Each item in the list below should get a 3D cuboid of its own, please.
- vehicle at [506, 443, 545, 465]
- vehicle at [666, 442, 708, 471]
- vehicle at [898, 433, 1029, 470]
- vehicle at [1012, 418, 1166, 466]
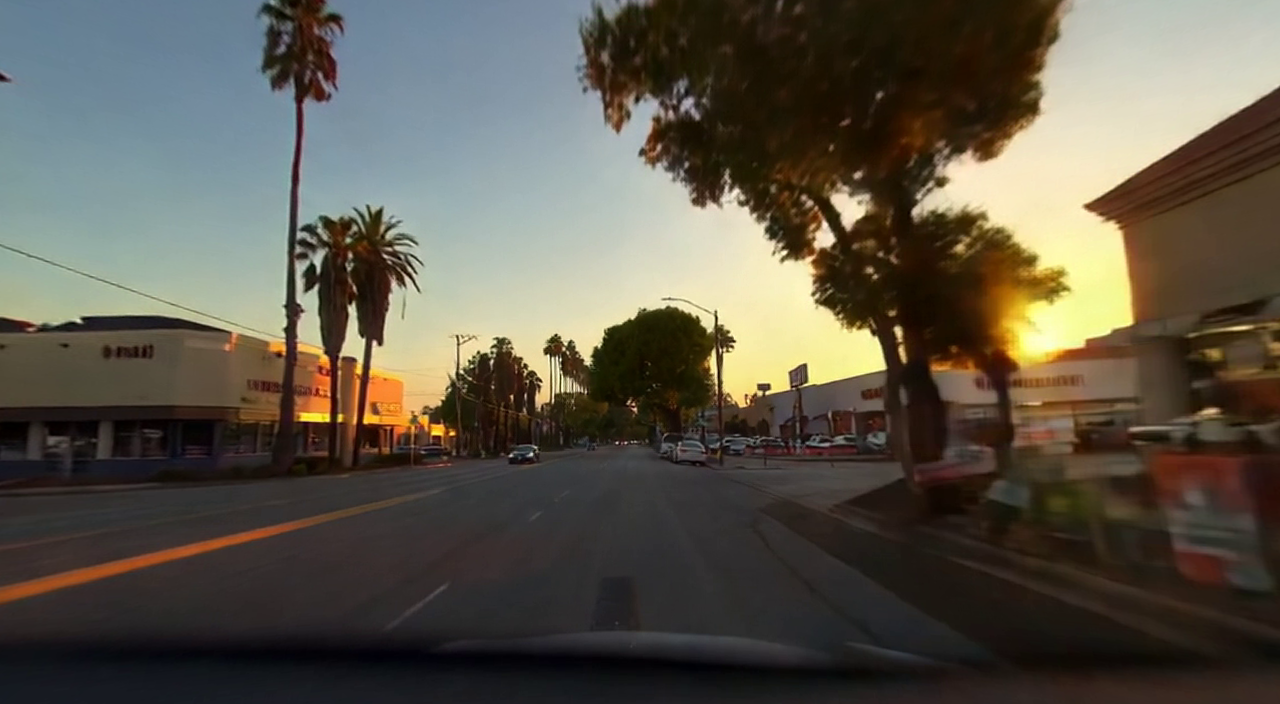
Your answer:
[{"bbox_3d":[-8.064,7.224,44.731,1.923,1.485,4.186,0,-9,1],"label":"vehicle"},{"bbox_3d":[2.681,6.097,37.084,2.046,1.588,4.508,0,-9,0],"label":"vehicle"},{"bbox_3d":[14.524,4.484,28.575,4.793,1.537,2.105,1,-8,-1],"label":"vehicle"},{"bbox_3d":[20.162,4.072,28.582,5.214,2.017,2.220,0,-8,0],"label":"vehicle"}]
